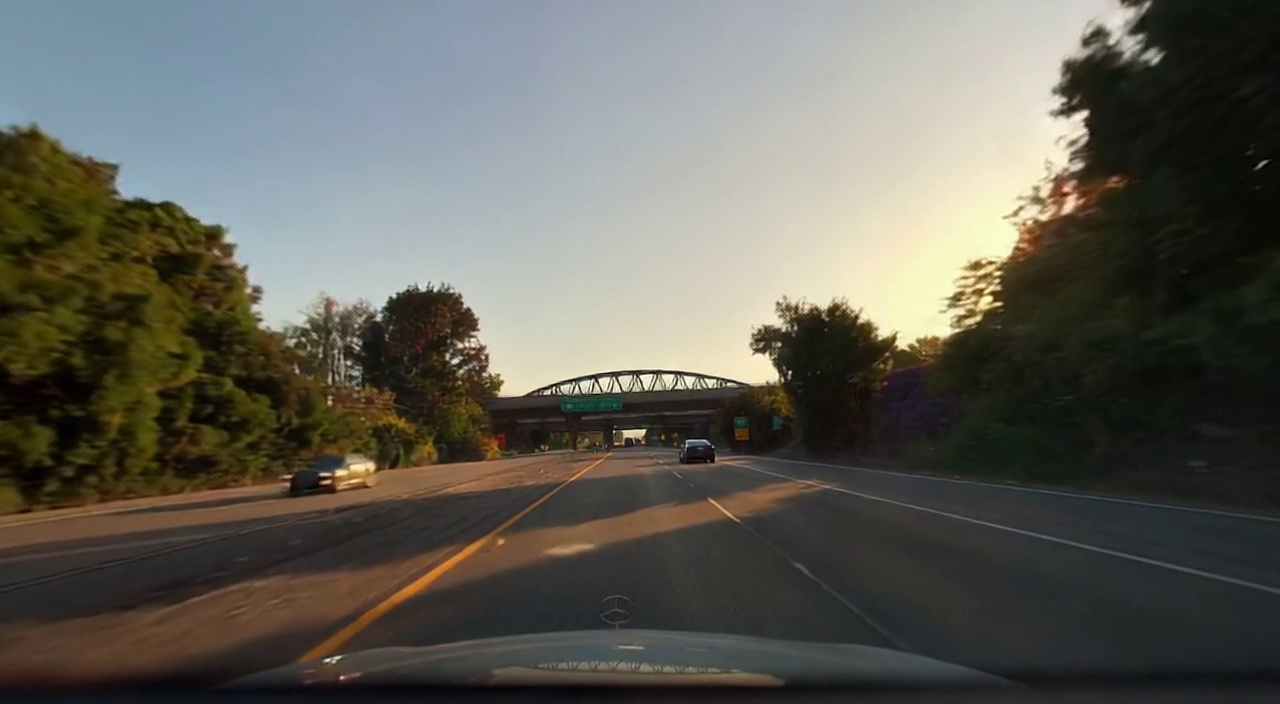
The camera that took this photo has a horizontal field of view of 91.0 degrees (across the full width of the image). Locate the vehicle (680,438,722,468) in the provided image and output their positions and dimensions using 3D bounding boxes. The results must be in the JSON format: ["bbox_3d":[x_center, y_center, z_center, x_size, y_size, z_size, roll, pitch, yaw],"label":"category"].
[{"bbox_3d":[3.190,5.369,33.673,1.781,1.470,3.540,0,-8,-2],"label":"vehicle"}]

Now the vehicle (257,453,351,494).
[{"bbox_3d":[-13.313,4.802,25.185,1.742,1.430,3.733,0,-8,-1],"label":"vehicle"}]
